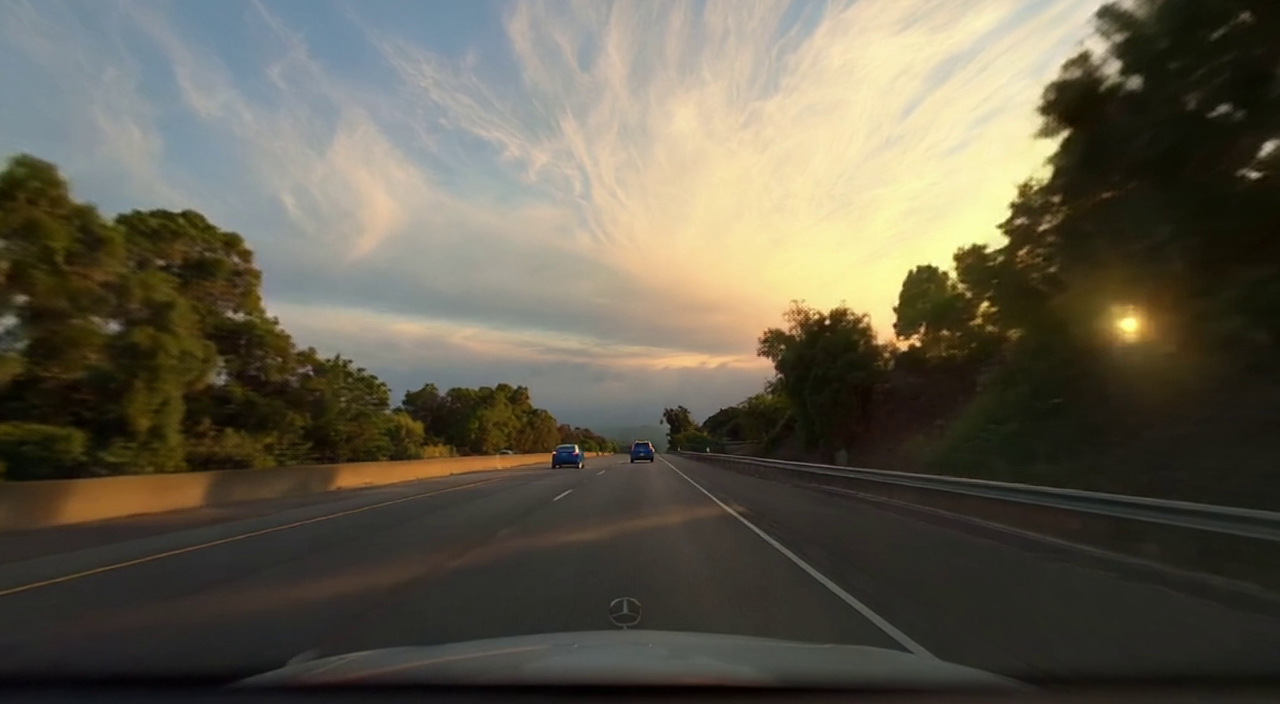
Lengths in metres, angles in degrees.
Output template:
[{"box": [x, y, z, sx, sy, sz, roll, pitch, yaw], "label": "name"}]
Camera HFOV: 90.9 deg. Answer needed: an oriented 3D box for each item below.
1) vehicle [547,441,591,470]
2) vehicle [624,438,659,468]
[{"box": [-4.152, 6.163, 37.675, 2.113, 1.656, 4.215, 0, -9, 1], "label": "vehicle"}, {"box": [0.076, 6.494, 40.651, 2.126, 1.786, 3.958, 0, -9, 0], "label": "vehicle"}]
